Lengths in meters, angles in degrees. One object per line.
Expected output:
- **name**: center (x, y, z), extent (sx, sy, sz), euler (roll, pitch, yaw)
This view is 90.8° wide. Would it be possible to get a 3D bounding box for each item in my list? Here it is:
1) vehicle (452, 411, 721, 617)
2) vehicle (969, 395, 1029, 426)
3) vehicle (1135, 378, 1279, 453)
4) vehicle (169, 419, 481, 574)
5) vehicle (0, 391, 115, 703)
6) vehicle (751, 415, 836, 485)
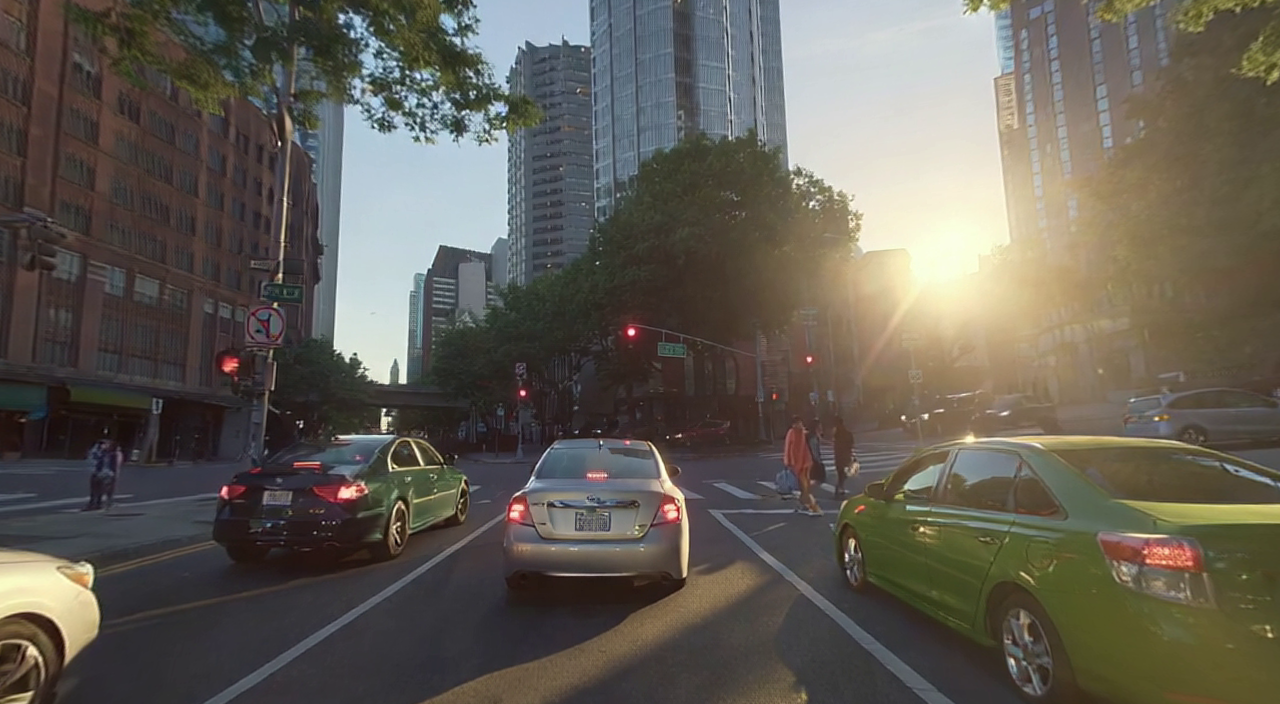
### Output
- **vehicle**: center (-0.417, 1.499, 6.729), extent (1.999, 1.520, 3.896), euler (0, -8, -1)
- **vehicle**: center (23.091, 3.823, 40.550), extent (4.657, 1.769, 1.979), euler (7, -11, -43)
- **vehicle**: center (21.625, 2.364, 22.873), extent (5.863, 2.493, 2.354), euler (2, -9, -12)
- **vehicle**: center (-3.683, 1.760, 8.481), extent (1.934, 1.522, 4.287), euler (0, -8, 1)
- **vehicle**: center (-3.908, 0.705, 1.194), extent (1.995, 1.524, 4.438), euler (0, -8, 0)
- **vehicle**: center (4.295, 2.713, 17.588), extent (1.958, 1.667, 4.392), euler (-2, -9, 14)
